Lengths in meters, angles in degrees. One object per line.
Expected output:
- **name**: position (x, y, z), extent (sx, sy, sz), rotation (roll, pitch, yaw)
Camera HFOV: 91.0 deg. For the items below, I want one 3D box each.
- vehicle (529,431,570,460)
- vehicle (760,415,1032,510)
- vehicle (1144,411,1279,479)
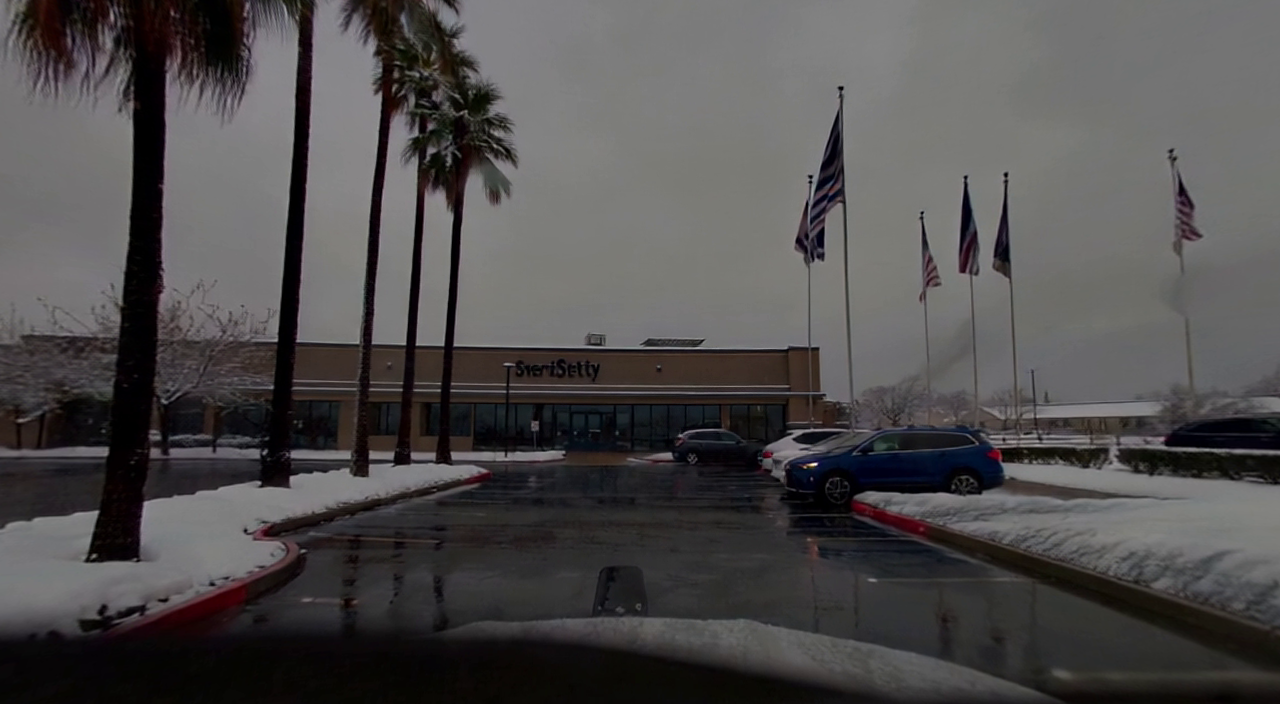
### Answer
- **vehicle**: position (-6.612, 6.845, 46.333), extent (1.943, 1.890, 4.472), rotation (-3, -8, 6)
- **vehicle**: position (4.880, 2.177, 12.569), extent (4.567, 1.723, 1.926), rotation (0, -8, 0)
- **vehicle**: position (19.439, 2.918, 19.697), extent (2.357, 1.921, 5.999), rotation (0, -8, 0)
